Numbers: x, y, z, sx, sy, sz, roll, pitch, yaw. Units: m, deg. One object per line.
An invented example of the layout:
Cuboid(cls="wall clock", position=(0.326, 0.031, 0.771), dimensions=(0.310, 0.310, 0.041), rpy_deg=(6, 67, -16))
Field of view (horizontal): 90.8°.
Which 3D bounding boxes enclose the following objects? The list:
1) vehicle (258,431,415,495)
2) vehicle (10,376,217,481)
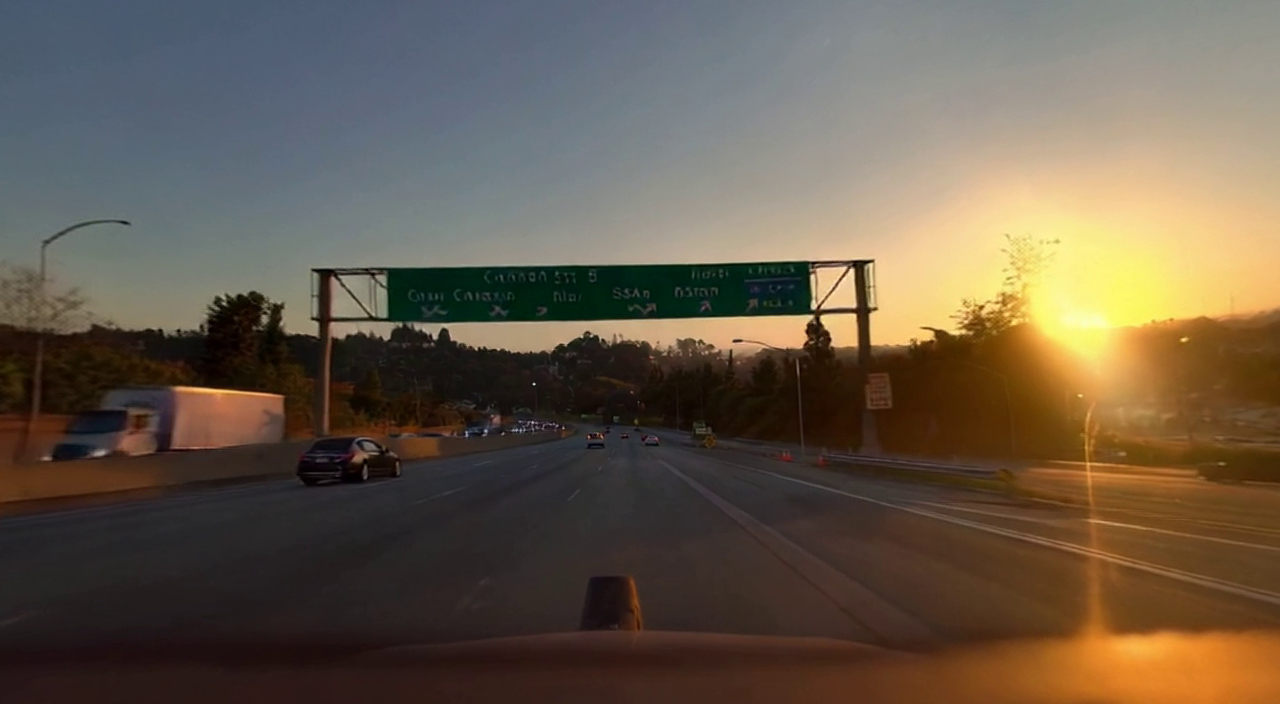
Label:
Cuboid(cls="vehicle", position=(-8.050, 2.991, 17.337), dimensions=(2.060, 1.507, 4.494), rpy_deg=(0, -8, 0))
Cuboid(cls="vehicle", position=(-22.381, 3.402, 27.558), dimensions=(3.014, 3.972, 6.801), rpy_deg=(0, -8, -1))
